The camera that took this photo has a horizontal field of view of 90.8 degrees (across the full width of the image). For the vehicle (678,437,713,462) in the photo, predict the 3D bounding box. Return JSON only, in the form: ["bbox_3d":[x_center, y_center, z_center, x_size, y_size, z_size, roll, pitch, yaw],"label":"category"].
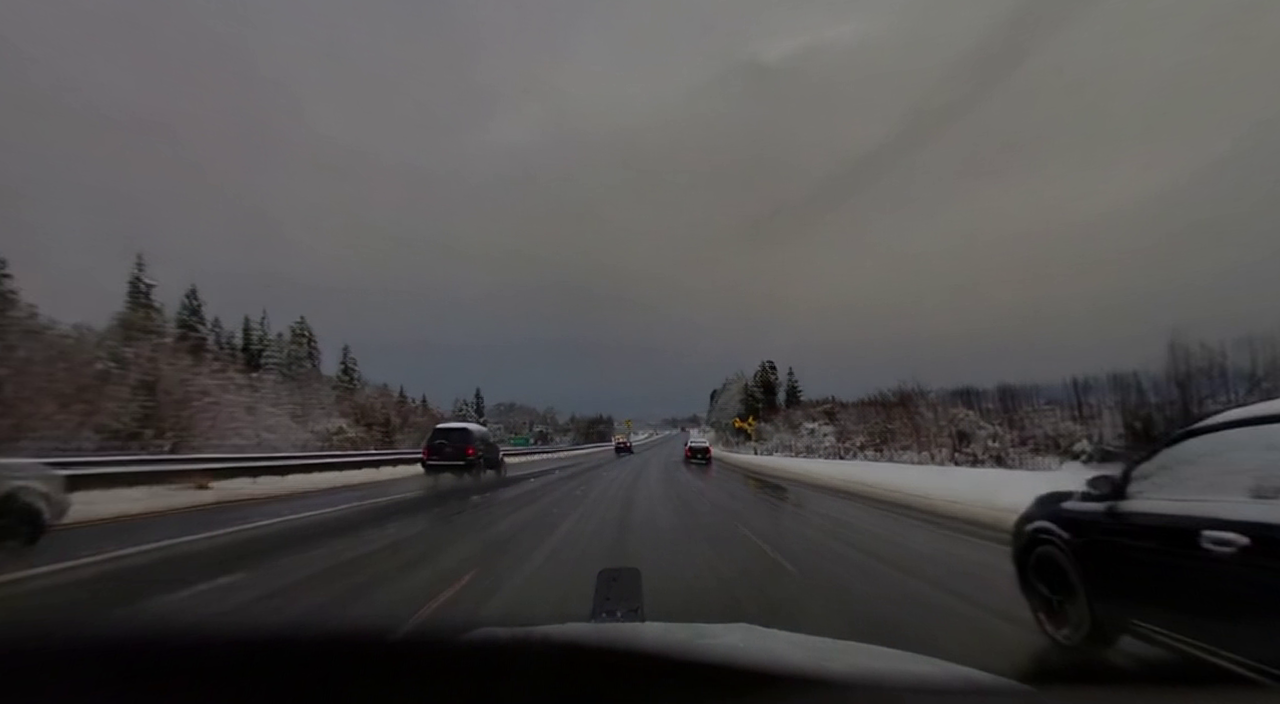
[{"bbox_3d":[4.137,7.400,47.925,2.211,1.814,4.404,0,-8,0],"label":"vehicle"}]

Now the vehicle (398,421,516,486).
[{"bbox_3d":[-6.433,3.688,23.179,2.383,2.048,5.875,-1,-8,2],"label":"vehicle"}]

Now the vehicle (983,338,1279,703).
[{"bbox_3d":[3.515,0.795,2.257,2.075,1.743,4.410,0,-8,0],"label":"vehicle"}]
